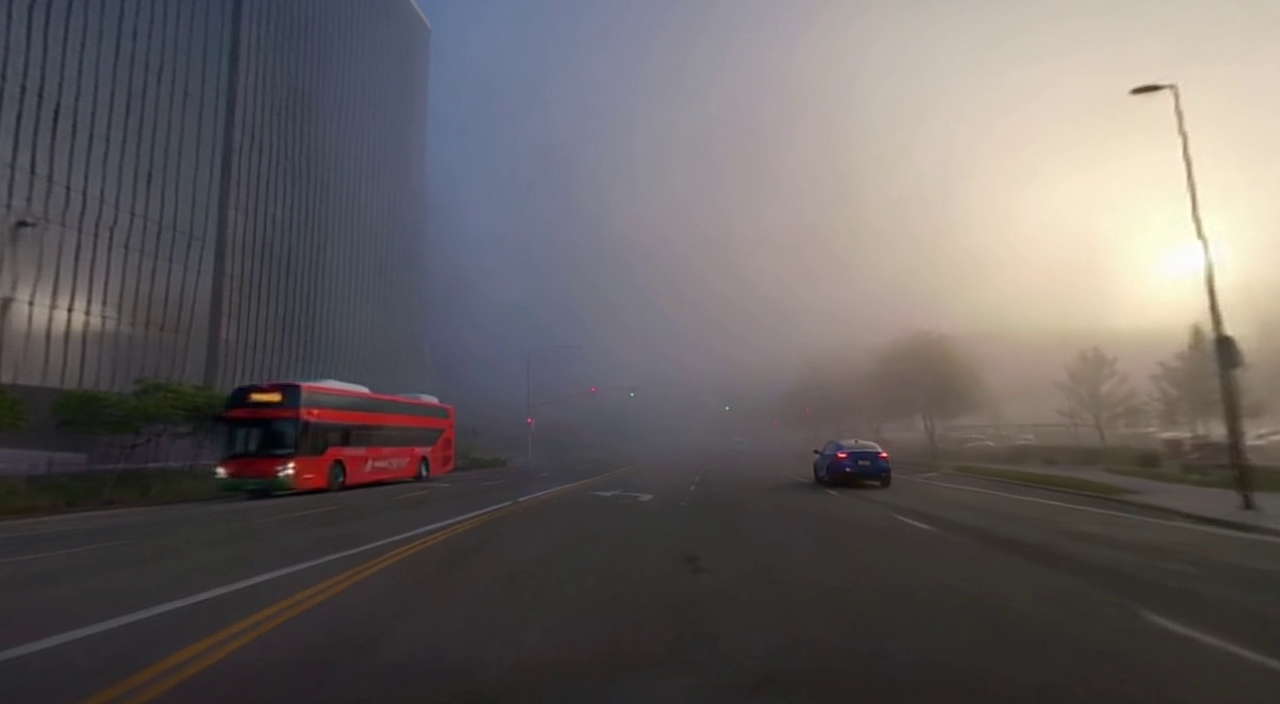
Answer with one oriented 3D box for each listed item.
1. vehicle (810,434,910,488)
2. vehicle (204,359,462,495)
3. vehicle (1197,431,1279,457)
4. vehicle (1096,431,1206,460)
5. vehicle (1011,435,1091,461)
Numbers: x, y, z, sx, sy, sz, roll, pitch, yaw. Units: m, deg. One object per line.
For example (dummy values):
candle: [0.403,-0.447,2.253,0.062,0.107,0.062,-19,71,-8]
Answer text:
vehicle: [6.819,3.418,20.005,1.993,1.501,4.127,-1,-9,5]
vehicle: [-11.988,3.473,27.491,3.110,4.418,13.688,-1,-9,6]
vehicle: [40.824,6.173,42.232,4.638,1.678,2.196,-1,-9,5]
vehicle: [26.946,4.959,33.327,3.983,1.479,1.857,-2,-9,11]
vehicle: [26.919,6.306,41.313,3.824,1.453,1.894,-3,-7,4]
